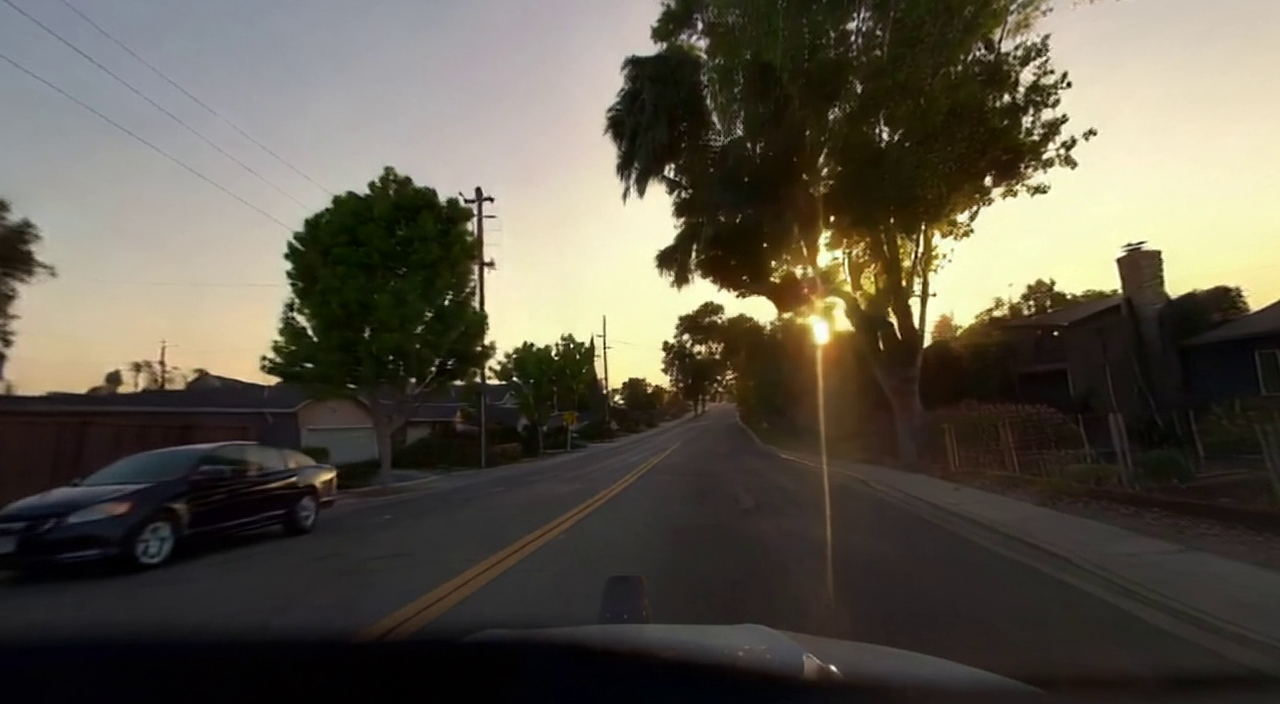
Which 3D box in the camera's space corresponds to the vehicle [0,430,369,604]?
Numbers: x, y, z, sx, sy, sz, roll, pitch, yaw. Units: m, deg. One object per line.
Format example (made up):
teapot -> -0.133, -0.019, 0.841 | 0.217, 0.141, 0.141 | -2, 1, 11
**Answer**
vehicle -> -6.077, 1.931, 8.609 | 2.032, 1.595, 5.289 | -1, -8, 5
